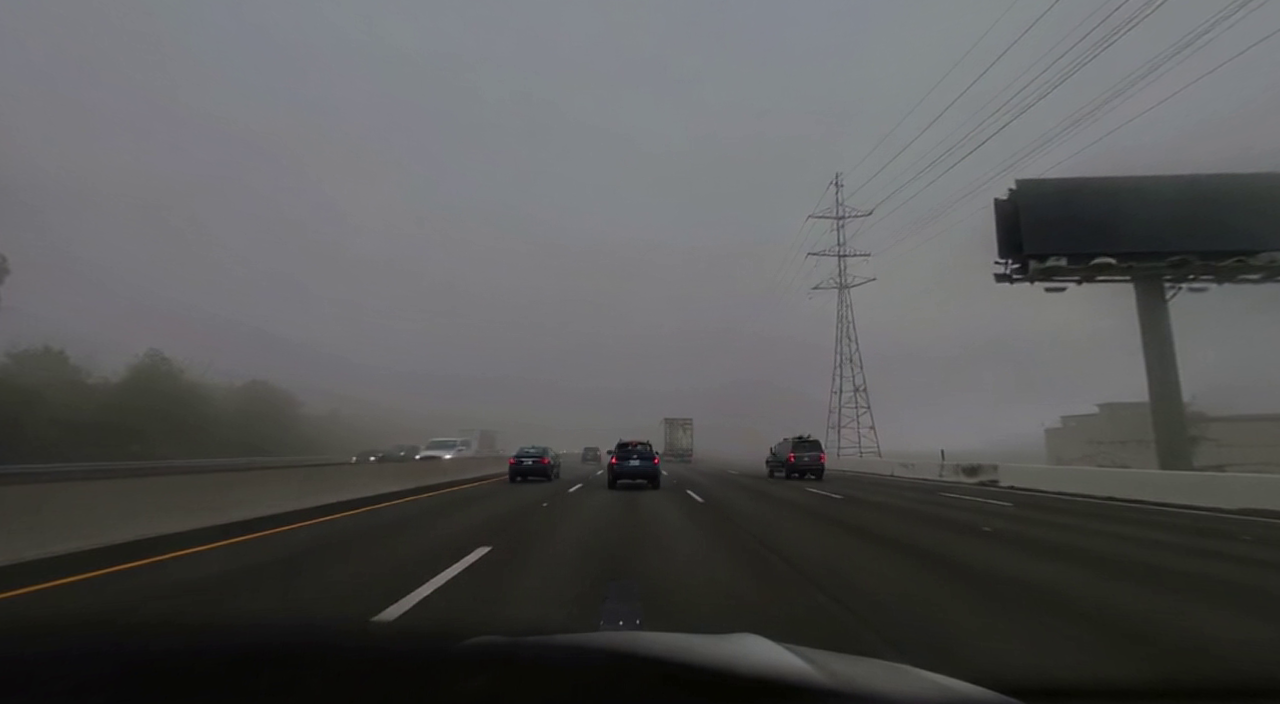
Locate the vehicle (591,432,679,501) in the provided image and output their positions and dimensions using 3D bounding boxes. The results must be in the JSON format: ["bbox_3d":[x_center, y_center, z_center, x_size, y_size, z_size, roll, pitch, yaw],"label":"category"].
[{"bbox_3d":[-0.161,3.163,17.741,2.191,1.685,4.015,0,-9,-1],"label":"vehicle"}]

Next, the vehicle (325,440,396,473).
[{"bbox_3d":[-17.886,6.685,40.739,2.154,1.967,5.297,0,-9,0],"label":"vehicle"}]

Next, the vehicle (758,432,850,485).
[{"bbox_3d":[6.787,4.498,26.932,2.302,1.973,5.502,0,-9,-1],"label":"vehicle"}]

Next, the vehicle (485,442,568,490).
[{"bbox_3d":[-3.836,3.967,22.291,2.025,1.498,4.675,0,-9,1],"label":"vehicle"}]

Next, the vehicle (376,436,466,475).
[{"bbox_3d":[-10.534,5.056,30.974,2.244,1.729,5.864,0,-9,1],"label":"vehicle"}]
